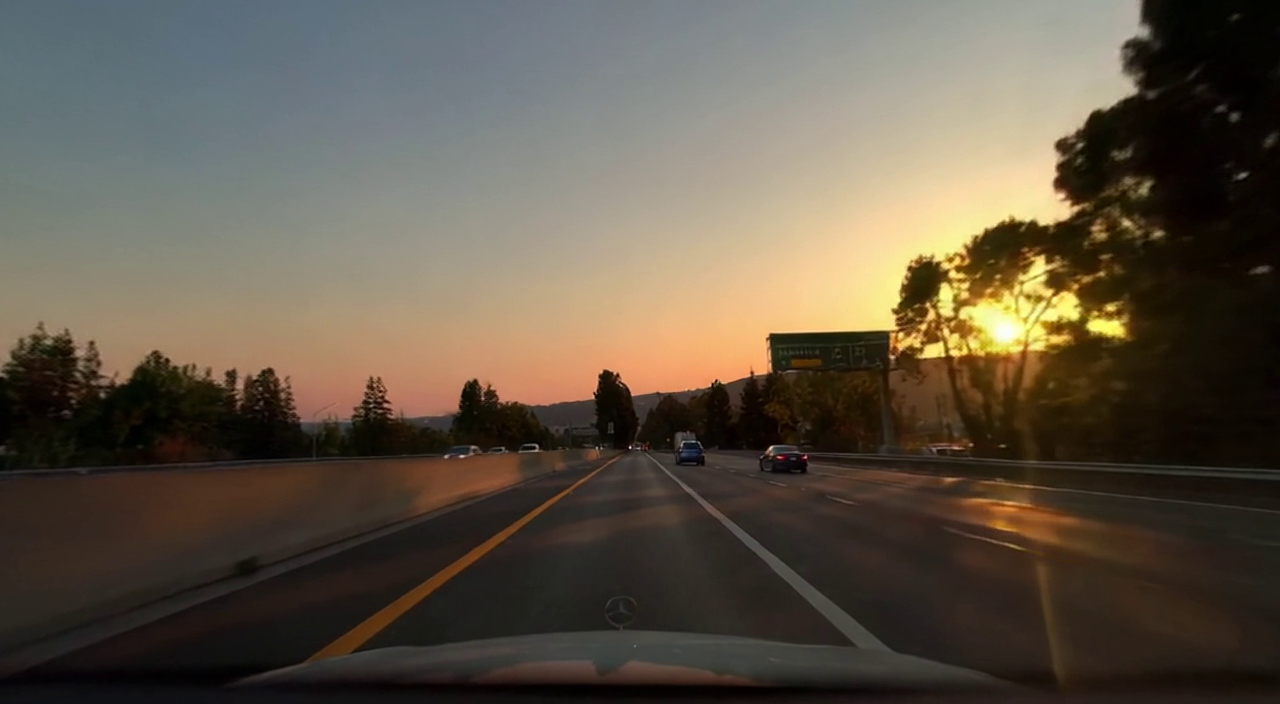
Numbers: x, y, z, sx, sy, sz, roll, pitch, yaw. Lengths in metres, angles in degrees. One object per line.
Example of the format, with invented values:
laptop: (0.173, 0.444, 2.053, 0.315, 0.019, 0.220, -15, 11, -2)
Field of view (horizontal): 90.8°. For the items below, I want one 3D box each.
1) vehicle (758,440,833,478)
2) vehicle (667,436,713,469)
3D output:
vehicle: (6.477, 4.502, 26.790, 2.009, 1.456, 4.097, 0, -9, -1)
vehicle: (2.870, 5.940, 37.538, 2.258, 1.824, 4.908, 0, -9, -1)
